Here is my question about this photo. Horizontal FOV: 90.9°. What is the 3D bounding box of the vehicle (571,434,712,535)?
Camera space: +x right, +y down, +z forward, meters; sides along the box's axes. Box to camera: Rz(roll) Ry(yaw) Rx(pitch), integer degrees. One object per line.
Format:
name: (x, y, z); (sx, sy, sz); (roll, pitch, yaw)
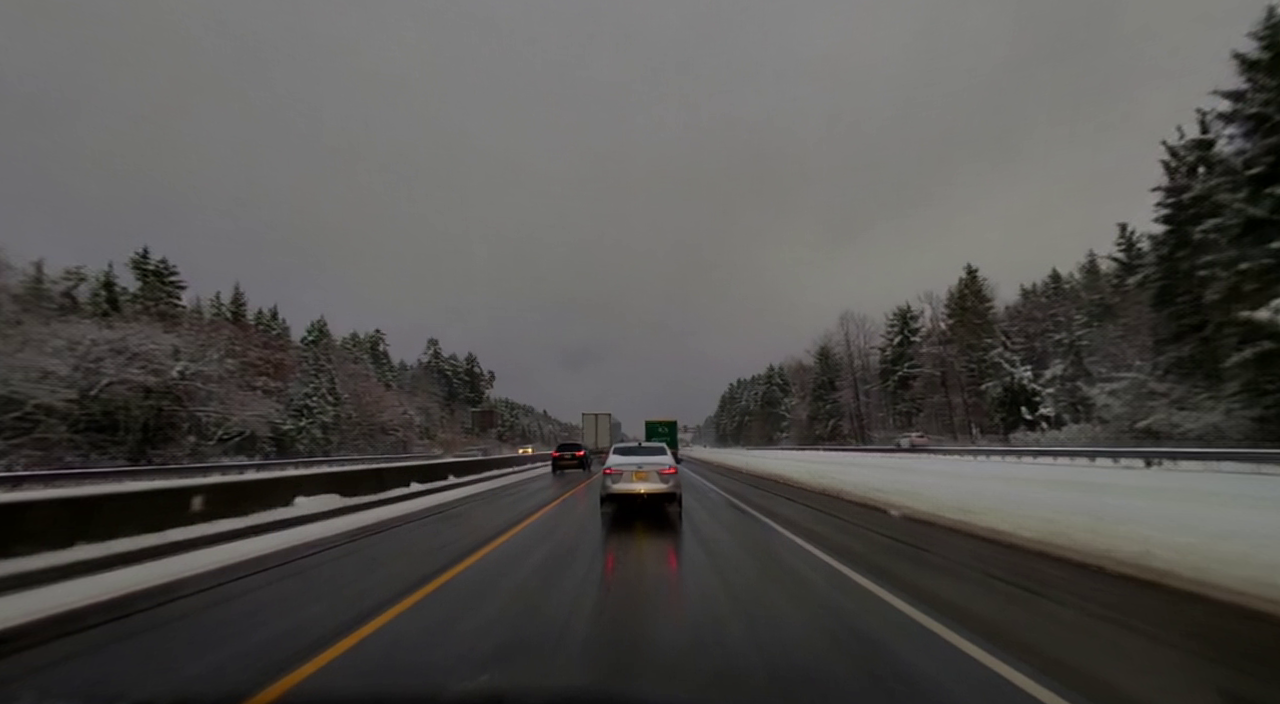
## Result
vehicle: (-0.004, 2.257, 11.276); (2.057, 1.449, 3.931); (0, -9, -1)
